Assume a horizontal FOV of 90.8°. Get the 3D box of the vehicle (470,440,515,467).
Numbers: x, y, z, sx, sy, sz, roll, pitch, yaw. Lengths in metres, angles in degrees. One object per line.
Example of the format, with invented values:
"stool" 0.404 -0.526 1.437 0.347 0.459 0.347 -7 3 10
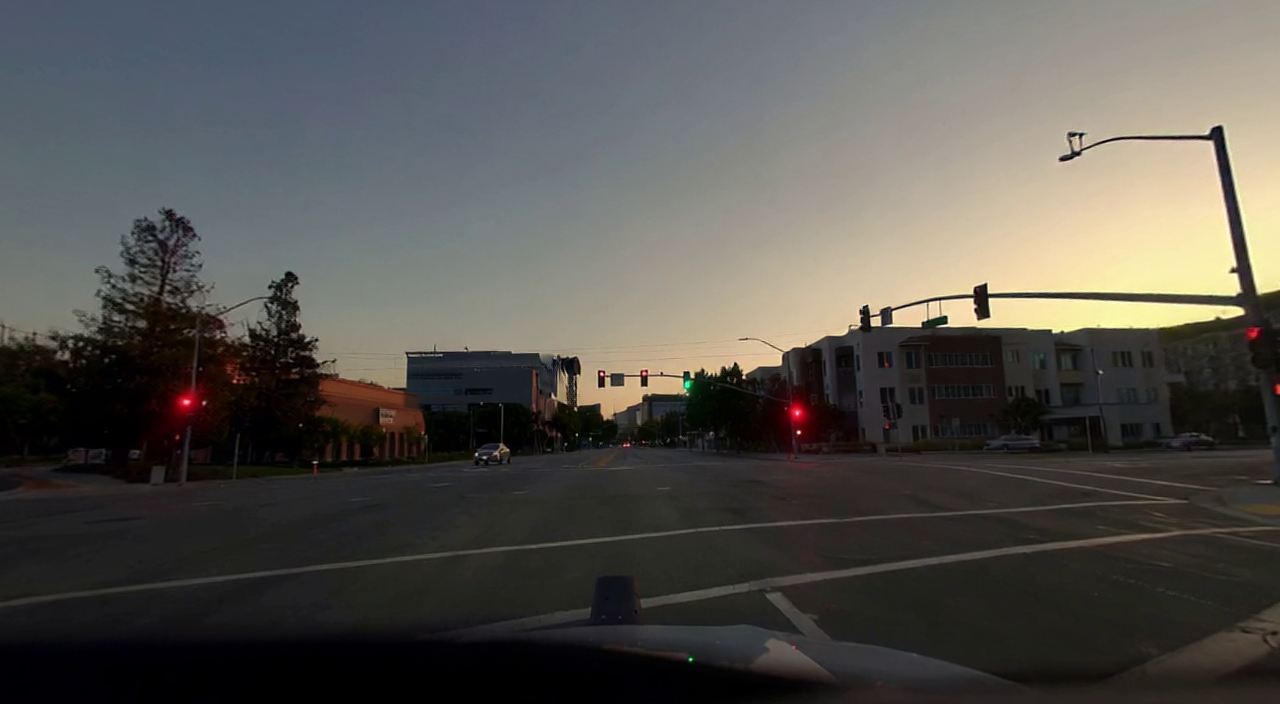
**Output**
"vehicle" -9.729 6.729 41.976 1.988 1.692 4.412 0 -8 0
